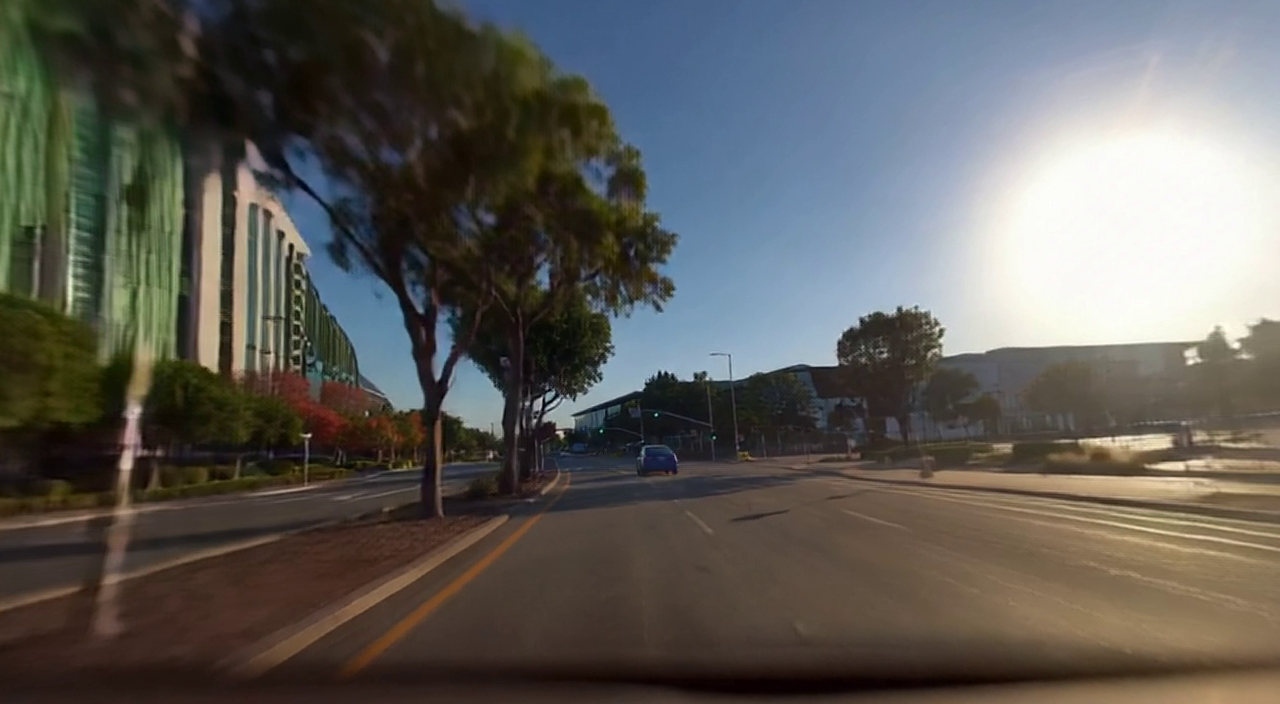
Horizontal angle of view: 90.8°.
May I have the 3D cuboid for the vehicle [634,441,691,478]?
[{"bbox_3d":[0.991,5.180,30.784,2.165,1.633,4.381,0,-9,-6],"label":"vehicle"}]
